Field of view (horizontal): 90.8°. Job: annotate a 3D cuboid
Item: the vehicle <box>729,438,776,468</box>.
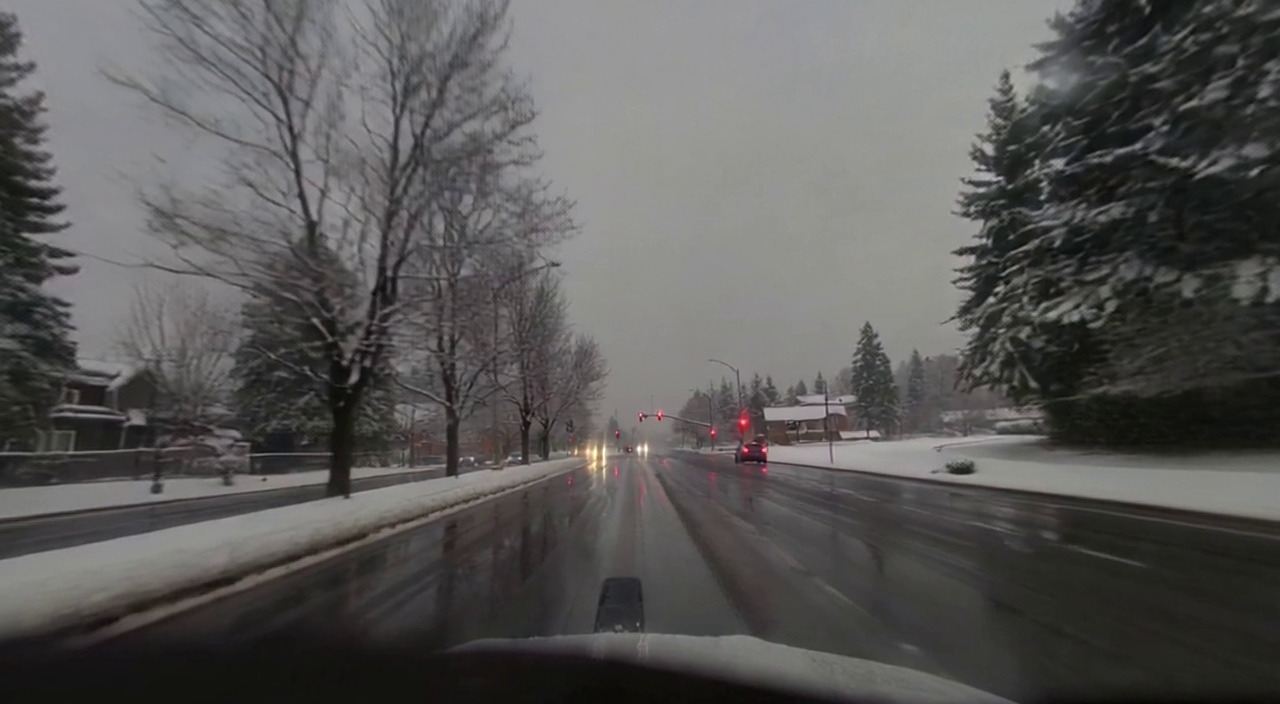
[{"bbox_3d":[6.822,6.230,38.906,2.011,1.710,4.357,0,-9,-1],"label":"vehicle"}]
